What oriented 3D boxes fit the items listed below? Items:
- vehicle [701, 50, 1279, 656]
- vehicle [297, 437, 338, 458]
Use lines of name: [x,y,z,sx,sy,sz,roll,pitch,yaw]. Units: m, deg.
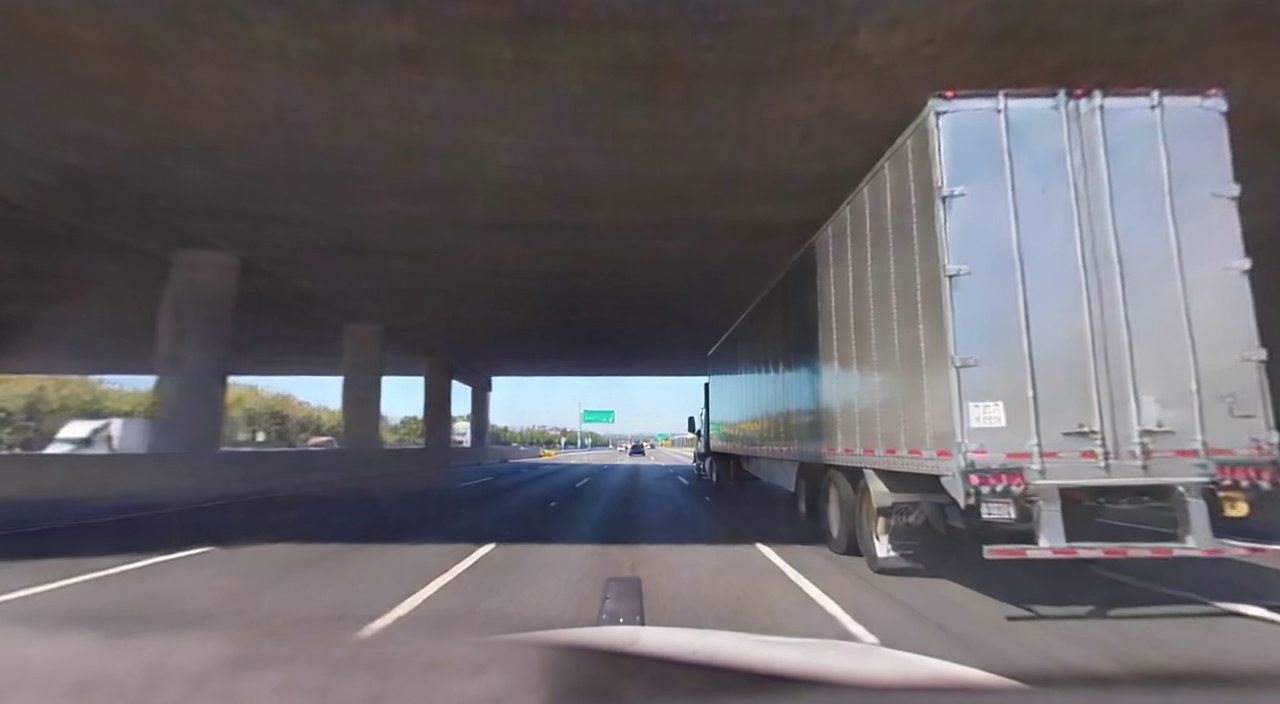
vehicle: [3.498,1.094,12.410,2.743,4.160,16.408,0,-9,-1]
vehicle: [-25.388,7.573,49.834,1.528,1.370,3.394,-1,-12,-1]
